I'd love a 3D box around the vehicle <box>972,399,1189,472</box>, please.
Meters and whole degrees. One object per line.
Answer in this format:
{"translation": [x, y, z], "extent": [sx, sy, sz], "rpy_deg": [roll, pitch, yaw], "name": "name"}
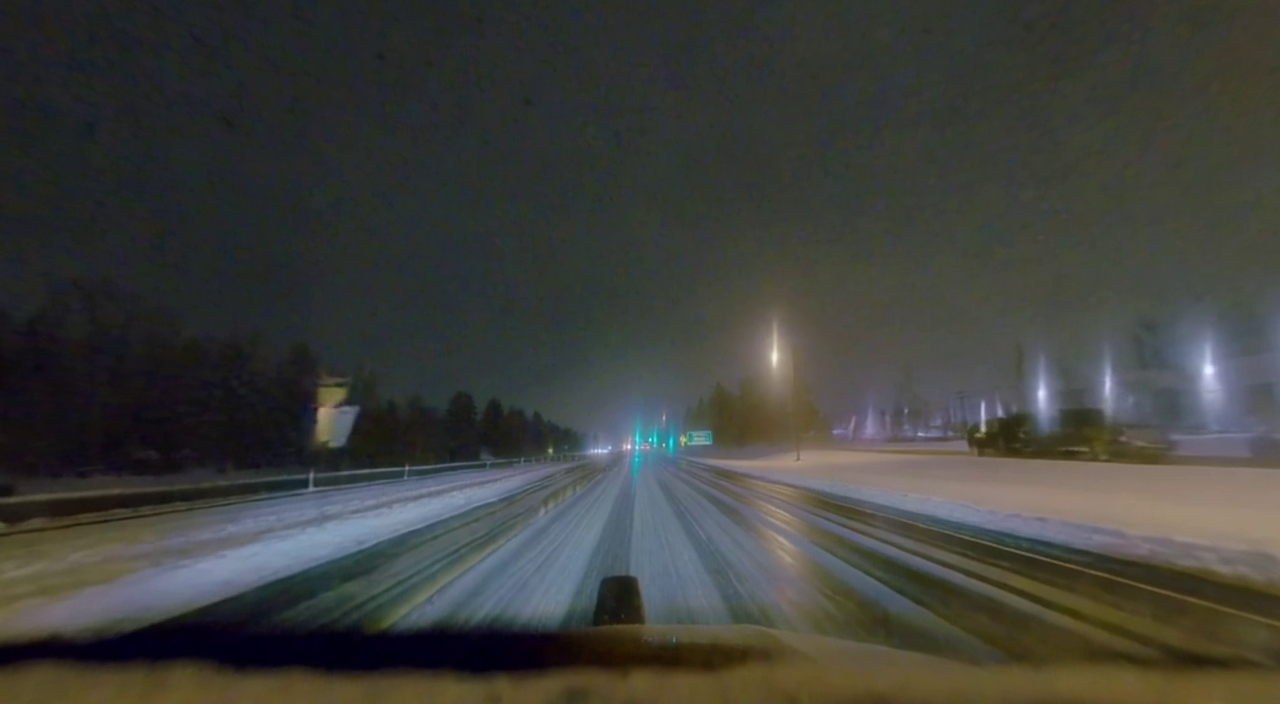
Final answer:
{"translation": [28.589, 5.786, 42.640], "extent": [2.939, 4.075, 14.109], "rpy_deg": [1, -9, -8], "name": "vehicle"}
